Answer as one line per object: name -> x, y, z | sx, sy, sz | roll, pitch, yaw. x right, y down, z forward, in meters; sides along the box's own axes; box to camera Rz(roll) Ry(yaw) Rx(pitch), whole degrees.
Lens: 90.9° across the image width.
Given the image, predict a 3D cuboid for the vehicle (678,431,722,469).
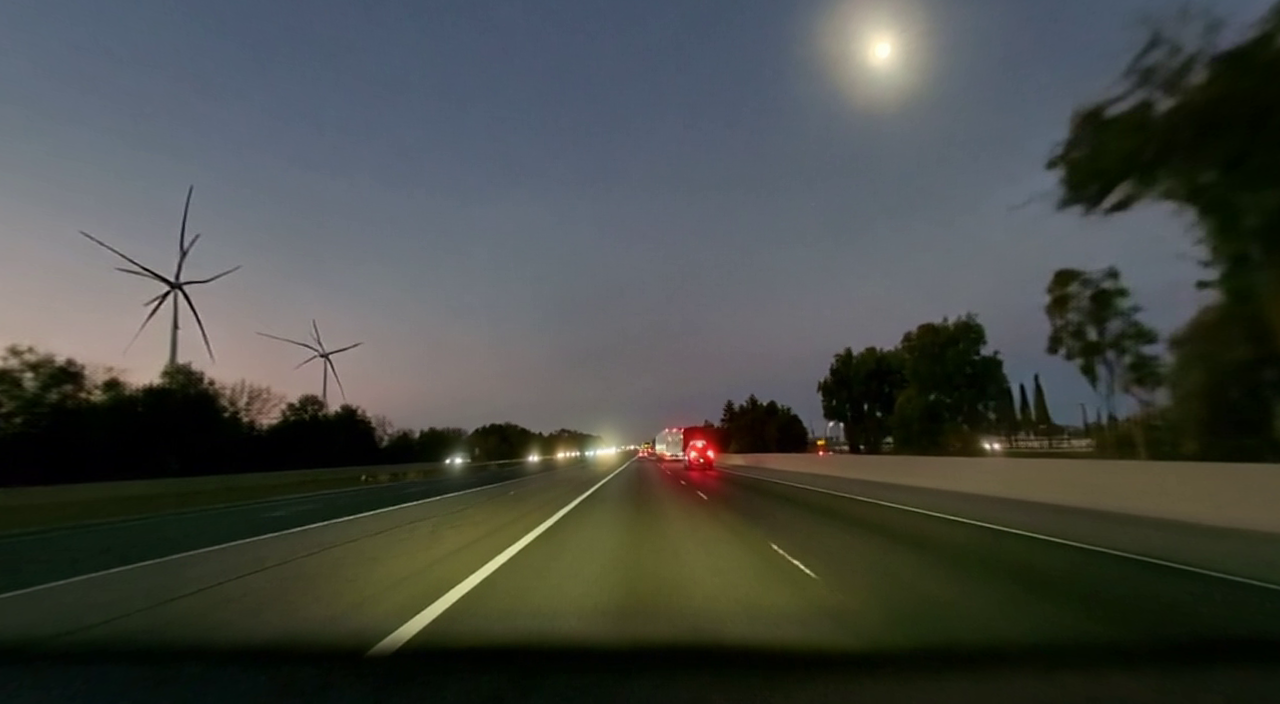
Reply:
vehicle -> 4.384, 7.338, 47.203 | 2.609, 2.648, 5.397 | 0, -9, -2
